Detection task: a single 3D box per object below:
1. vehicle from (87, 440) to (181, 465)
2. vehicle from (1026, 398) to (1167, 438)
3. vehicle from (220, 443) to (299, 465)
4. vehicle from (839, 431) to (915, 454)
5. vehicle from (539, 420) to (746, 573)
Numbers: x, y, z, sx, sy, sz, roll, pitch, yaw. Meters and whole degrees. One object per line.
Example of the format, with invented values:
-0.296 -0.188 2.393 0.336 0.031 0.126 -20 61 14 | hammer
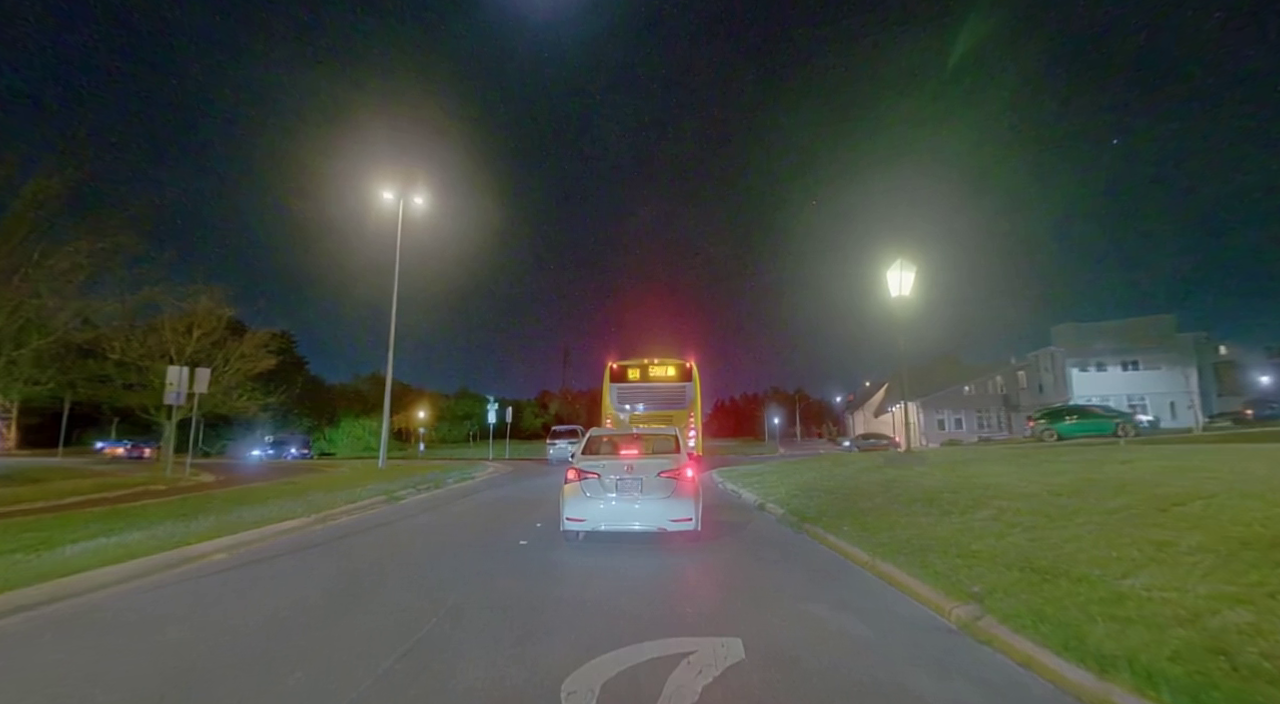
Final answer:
-32.003 6.343 39.956 4.473 1.442 1.743 7 -11 -38 | vehicle
18.499 2.752 25.658 4.359 1.458 1.781 -8 -11 42 | vehicle
-25.899 6.920 43.073 4.403 1.422 1.697 4 -9 -26 | vehicle
15.781 6.017 42.021 4.422 1.457 1.882 -5 -10 29 | vehicle
0.046 1.704 8.192 2.020 1.478 3.922 0 -8 1 | vehicle
